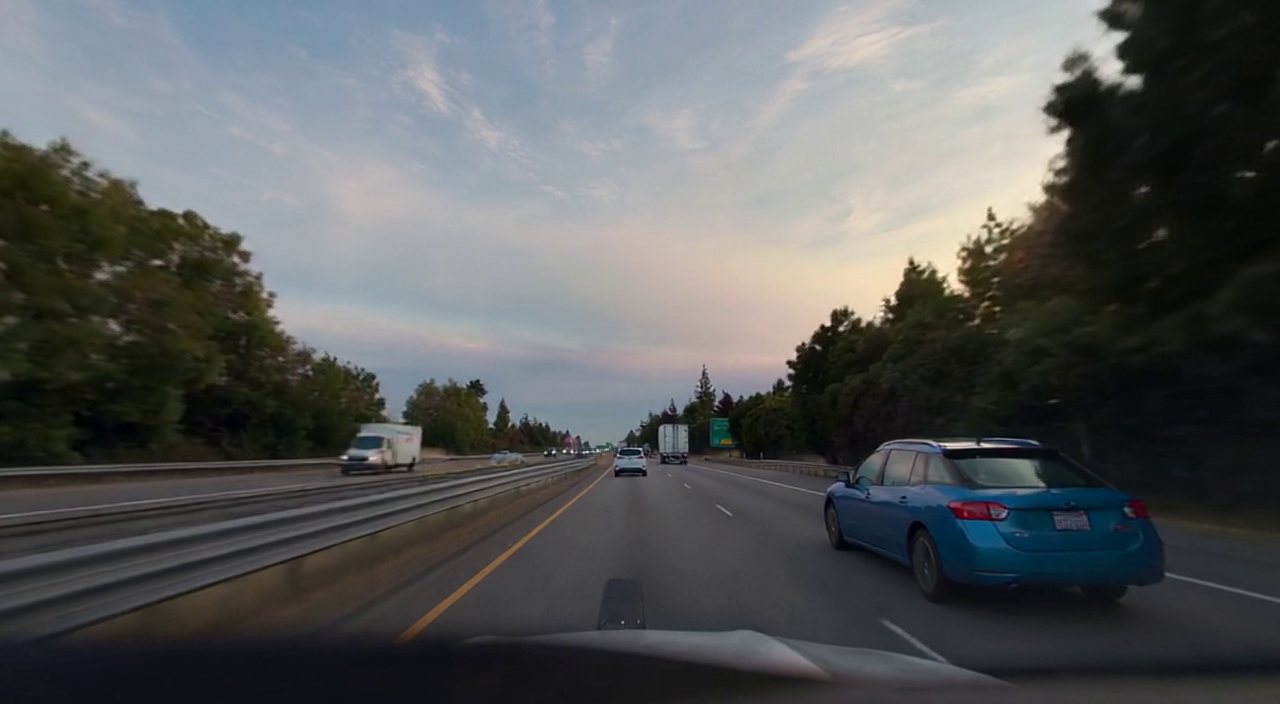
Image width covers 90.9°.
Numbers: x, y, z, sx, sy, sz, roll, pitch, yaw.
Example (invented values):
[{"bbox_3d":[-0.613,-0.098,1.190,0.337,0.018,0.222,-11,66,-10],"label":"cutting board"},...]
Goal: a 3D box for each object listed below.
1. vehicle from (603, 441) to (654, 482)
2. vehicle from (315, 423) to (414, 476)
[{"bbox_3d":[-0.527,4.993,28.883,2.190,1.706,4.062,0,-9,-1],"label":"vehicle"},{"bbox_3d":[-12.980,4.691,30.239,2.298,2.264,5.462,0,-9,-1],"label":"vehicle"}]
